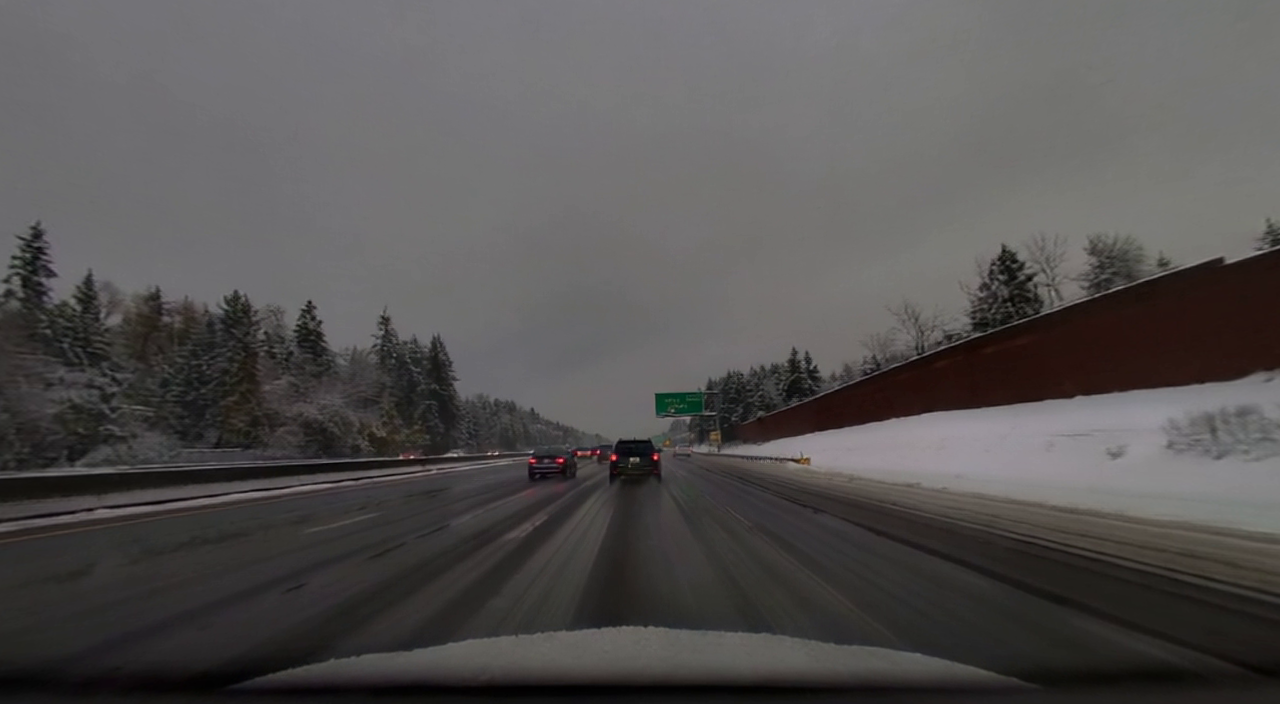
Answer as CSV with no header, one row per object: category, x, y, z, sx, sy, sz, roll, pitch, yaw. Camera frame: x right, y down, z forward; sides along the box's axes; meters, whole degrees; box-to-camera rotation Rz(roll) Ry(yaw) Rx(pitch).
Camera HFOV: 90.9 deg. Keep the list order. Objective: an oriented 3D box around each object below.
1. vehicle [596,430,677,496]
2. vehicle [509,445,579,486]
vehicle,-0.069,3.407,19.661,2.233,1.804,4.273,0,-9,1
vehicle,-3.578,4.303,24.247,1.967,1.442,4.143,0,-9,1
